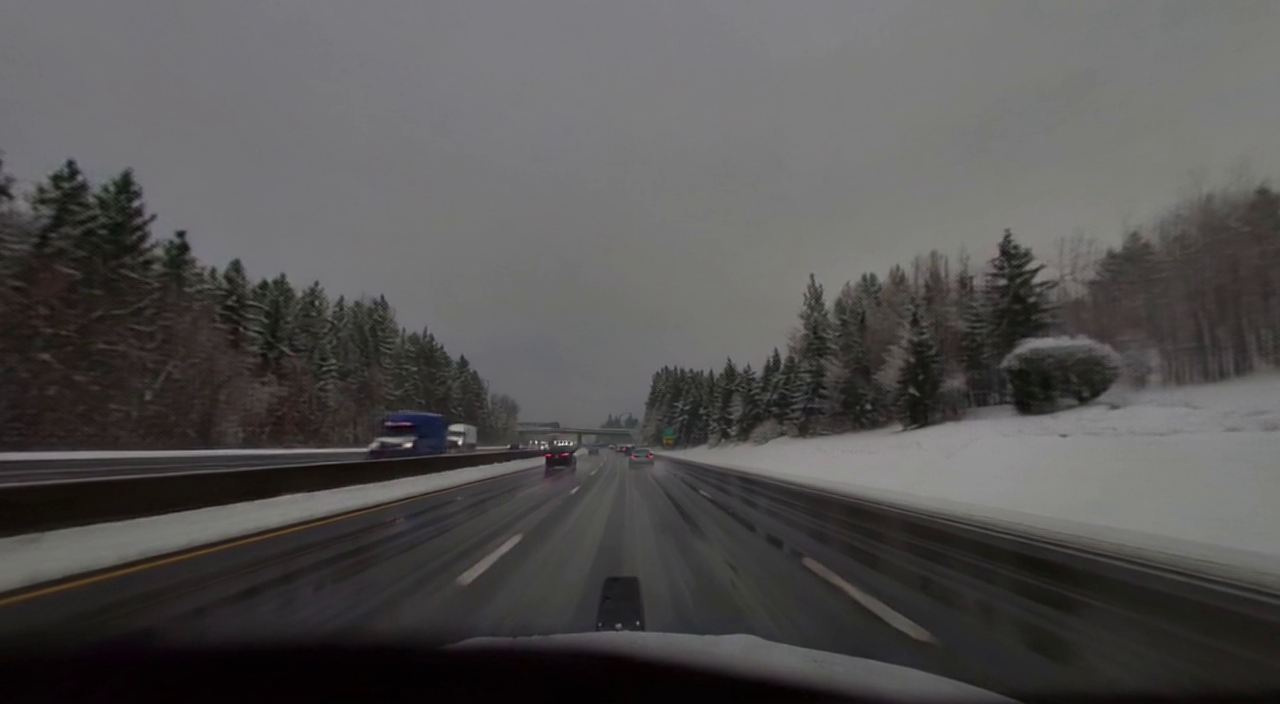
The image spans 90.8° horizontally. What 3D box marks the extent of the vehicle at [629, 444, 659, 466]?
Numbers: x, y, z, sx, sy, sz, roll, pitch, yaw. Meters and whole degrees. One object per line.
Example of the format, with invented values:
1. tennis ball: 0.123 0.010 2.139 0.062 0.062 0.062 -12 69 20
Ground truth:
1. vehicle: 0.250 7.545 46.347 2.008 1.499 3.192 0 -9 -2

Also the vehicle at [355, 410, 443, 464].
1. vehicle: -13.433 4.855 35.806 2.316 2.749 7.020 0 -9 -1

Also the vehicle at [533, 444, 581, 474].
1. vehicle: -4.356 5.681 33.772 2.054 1.500 4.469 0 -8 -1
